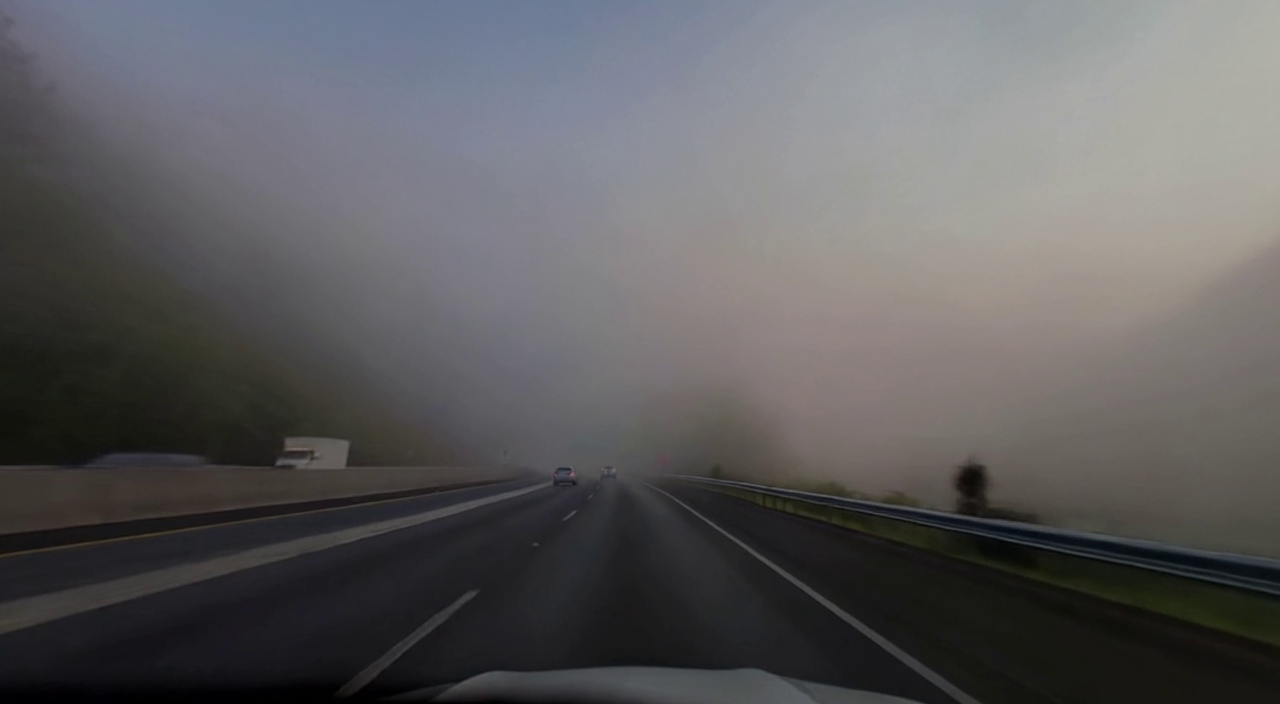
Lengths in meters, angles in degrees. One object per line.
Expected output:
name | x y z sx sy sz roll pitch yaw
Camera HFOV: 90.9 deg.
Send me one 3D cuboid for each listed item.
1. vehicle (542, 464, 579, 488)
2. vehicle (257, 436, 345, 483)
vehicle | -5.412 8.573 43.609 2.115 1.546 4.638 1 -11 -2
vehicle | -22.805 7.363 42.789 2.701 2.920 5.854 1 -11 -1
